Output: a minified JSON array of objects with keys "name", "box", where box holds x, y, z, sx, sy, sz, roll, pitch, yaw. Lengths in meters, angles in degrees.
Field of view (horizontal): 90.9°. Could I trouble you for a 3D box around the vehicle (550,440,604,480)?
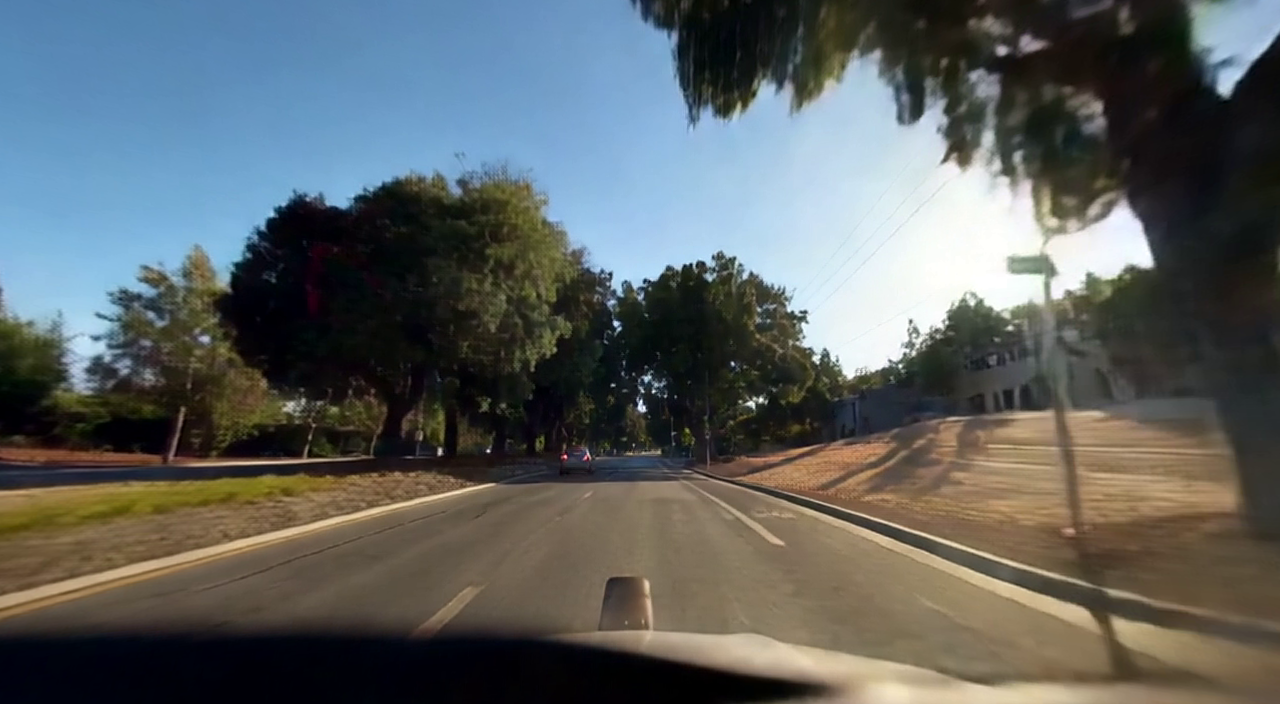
[{"name":"vehicle","box":[-2.837,5.005,29.433,2.016,1.694,4.335,0,-8,1]}]
